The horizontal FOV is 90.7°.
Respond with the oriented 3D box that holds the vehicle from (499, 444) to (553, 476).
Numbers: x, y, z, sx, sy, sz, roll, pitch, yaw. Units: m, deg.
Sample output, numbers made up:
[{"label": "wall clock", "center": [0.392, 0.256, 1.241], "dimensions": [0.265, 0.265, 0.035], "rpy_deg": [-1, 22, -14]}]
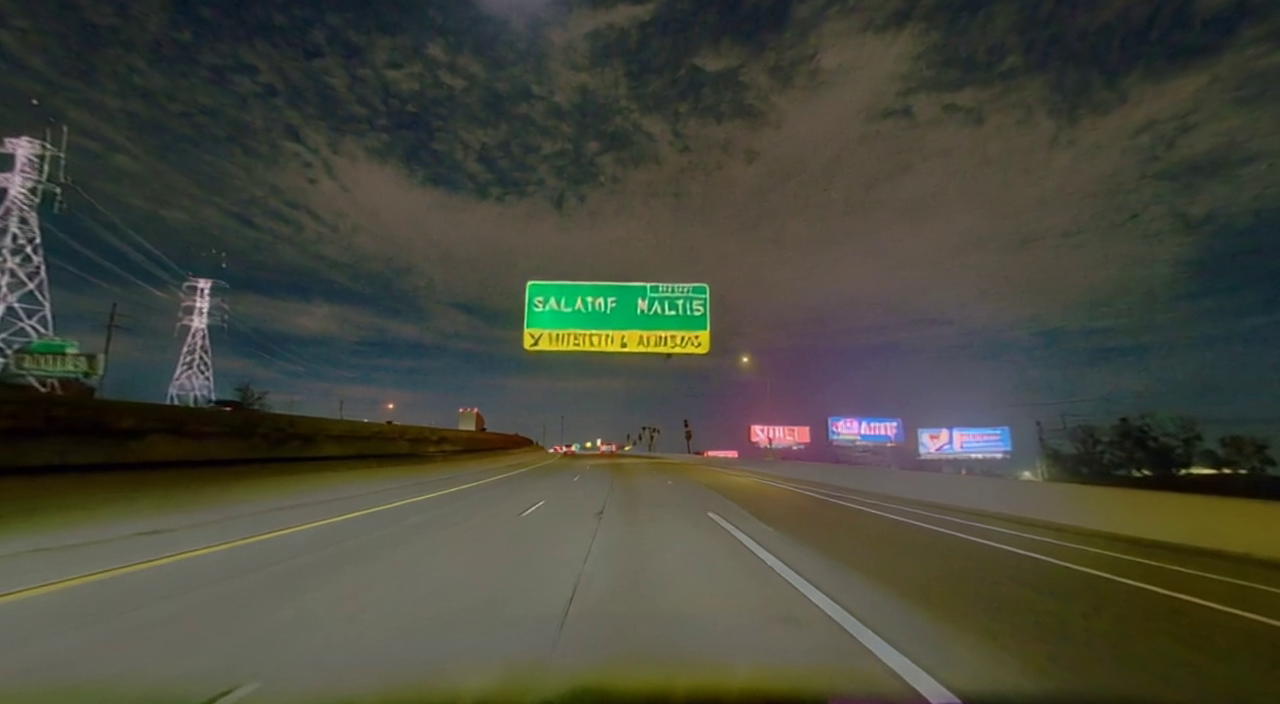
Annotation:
[{"label": "vehicle", "center": [-5.384, 5.106, 30.283], "dimensions": [1.921, 1.420, 4.078], "rpy_deg": [0, -8, -2]}]
